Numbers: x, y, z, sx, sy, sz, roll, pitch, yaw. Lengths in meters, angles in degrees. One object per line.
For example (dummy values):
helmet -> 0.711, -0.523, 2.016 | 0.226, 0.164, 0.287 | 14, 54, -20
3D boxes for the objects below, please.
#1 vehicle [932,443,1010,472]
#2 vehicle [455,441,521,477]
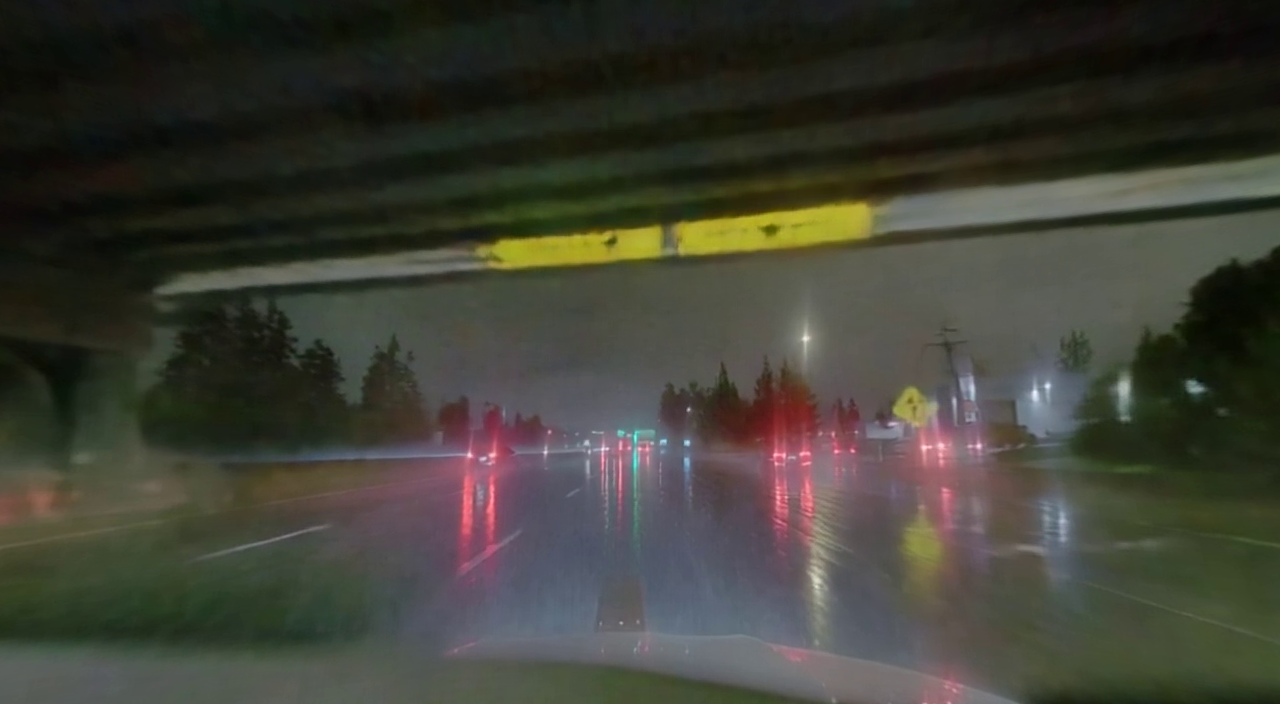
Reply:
vehicle -> 18.670, 5.958, 35.808 | 1.989, 1.529, 4.791 | 0, -9, 2
vehicle -> -6.967, 4.935, 29.297 | 1.985, 1.513, 4.172 | 0, -9, 1
